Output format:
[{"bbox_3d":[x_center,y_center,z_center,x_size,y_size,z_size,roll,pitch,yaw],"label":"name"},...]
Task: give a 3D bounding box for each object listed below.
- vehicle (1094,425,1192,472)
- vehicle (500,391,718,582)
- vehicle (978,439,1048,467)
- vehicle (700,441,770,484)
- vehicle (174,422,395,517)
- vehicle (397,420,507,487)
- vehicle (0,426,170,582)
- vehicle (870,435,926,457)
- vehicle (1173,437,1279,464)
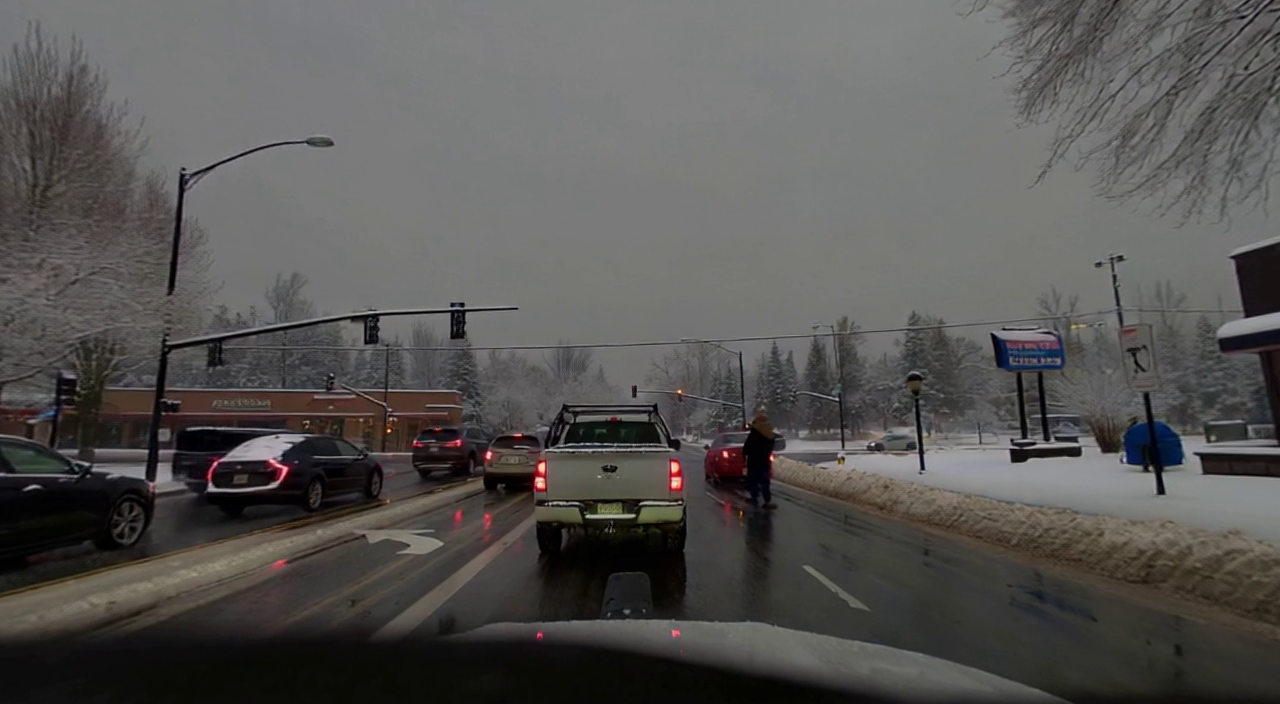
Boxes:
[{"bbox_3d":[19.228,3.662,24.039,4.156,1.622,1.924,7,-11,-38],"label":"vehicle"},{"bbox_3d":[-0.312,1.597,8.231,2.064,1.817,4.298,0,-8,-1],"label":"vehicle"},{"bbox_3d":[20.104,5.407,33.920,3.836,1.443,1.694,5,-10,-35],"label":"vehicle"},{"bbox_3d":[3.424,4.051,23.511,2.023,1.441,4.240,0,-8,1],"label":"vehicle"},{"bbox_3d":[-7.134,2.397,13.375,1.941,1.655,4.503,0,-8,2],"label":"vehicle"},{"bbox_3d":[-6.470,3.555,22.346,2.496,2.112,4.351,0,-8,1],"label":"vehicle"},{"bbox_3d":[-6.965,1.422,5.855,1.831,1.451,4.382,0,-8,-1],"label":"vehicle"},{"bbox_3d":[20.107,7.322,49.047,4.361,1.653,2.034,6,-11,-37],"label":"vehicle"},{"bbox_3d":[29.728,4.944,31.662,4.176,1.313,1.719,0,-8,2],"label":"vehicle"}]
